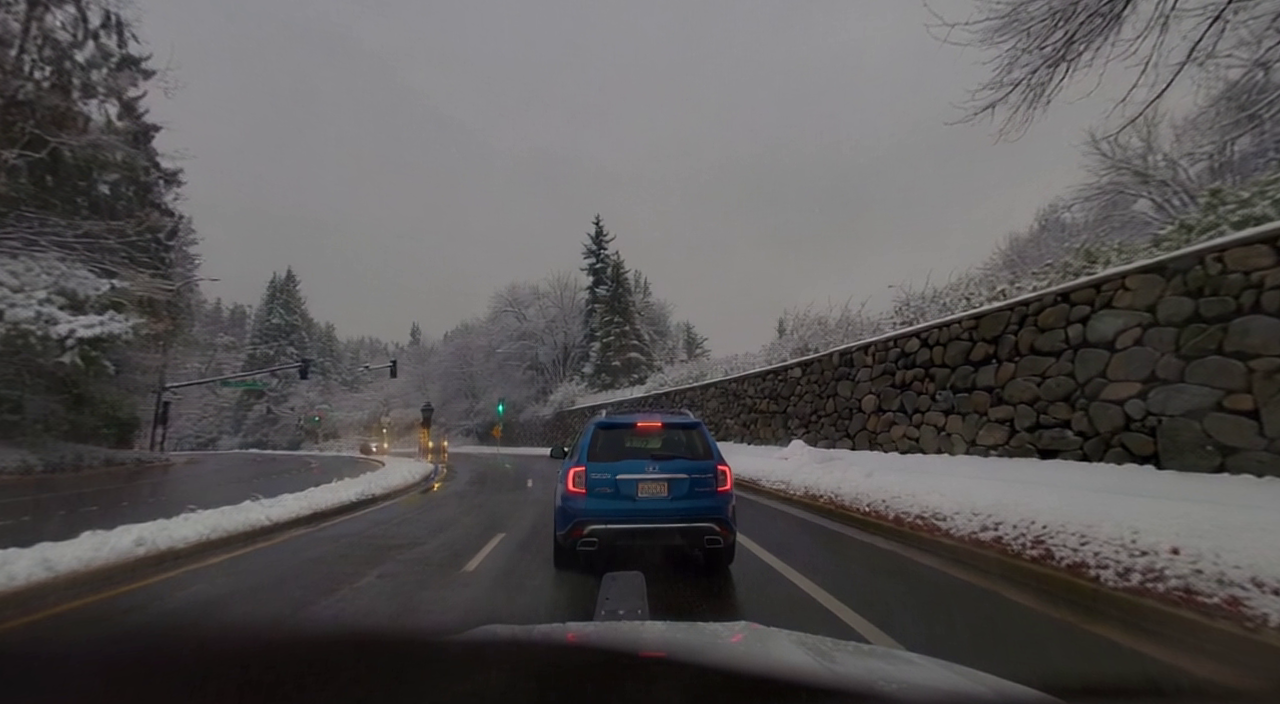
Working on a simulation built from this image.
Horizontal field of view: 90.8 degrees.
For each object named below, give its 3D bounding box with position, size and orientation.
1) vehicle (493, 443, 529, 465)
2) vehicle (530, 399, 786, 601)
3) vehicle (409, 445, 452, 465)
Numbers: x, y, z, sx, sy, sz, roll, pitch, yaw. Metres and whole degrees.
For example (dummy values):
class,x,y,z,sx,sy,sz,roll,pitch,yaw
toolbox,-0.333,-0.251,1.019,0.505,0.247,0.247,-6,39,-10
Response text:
class,x,y,z,sx,sy,sz,roll,pitch,yaw
vehicle,-9.431,7.351,45.886,1.837,1.483,4.559,3,-9,-21
vehicle,-0.007,1.624,7.831,2.287,1.762,4.269,1,-8,-5
vehicle,-16.464,7.997,49.417,2.023,1.474,4.286,6,-10,-34
